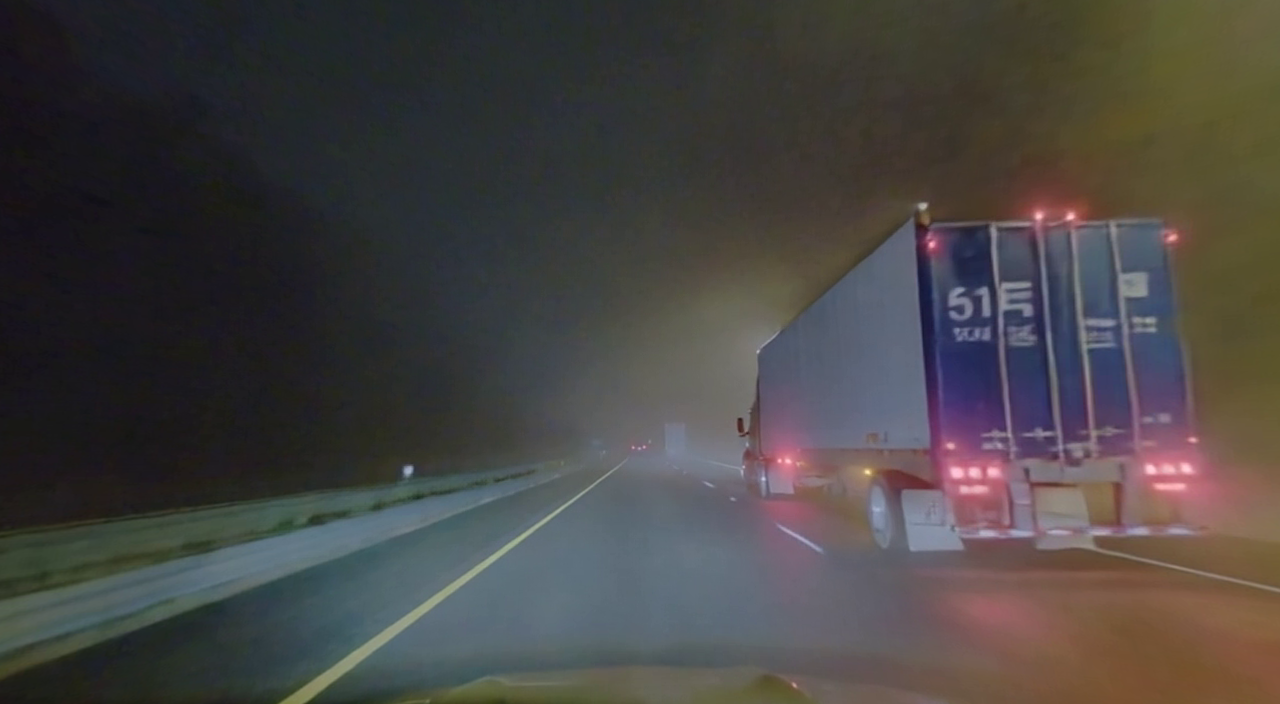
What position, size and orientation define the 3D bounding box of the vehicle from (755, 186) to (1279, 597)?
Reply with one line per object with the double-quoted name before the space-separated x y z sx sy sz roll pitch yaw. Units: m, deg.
"vehicle" 4.456 1.053 10.758 3.107 3.718 10.231 0 -9 0
